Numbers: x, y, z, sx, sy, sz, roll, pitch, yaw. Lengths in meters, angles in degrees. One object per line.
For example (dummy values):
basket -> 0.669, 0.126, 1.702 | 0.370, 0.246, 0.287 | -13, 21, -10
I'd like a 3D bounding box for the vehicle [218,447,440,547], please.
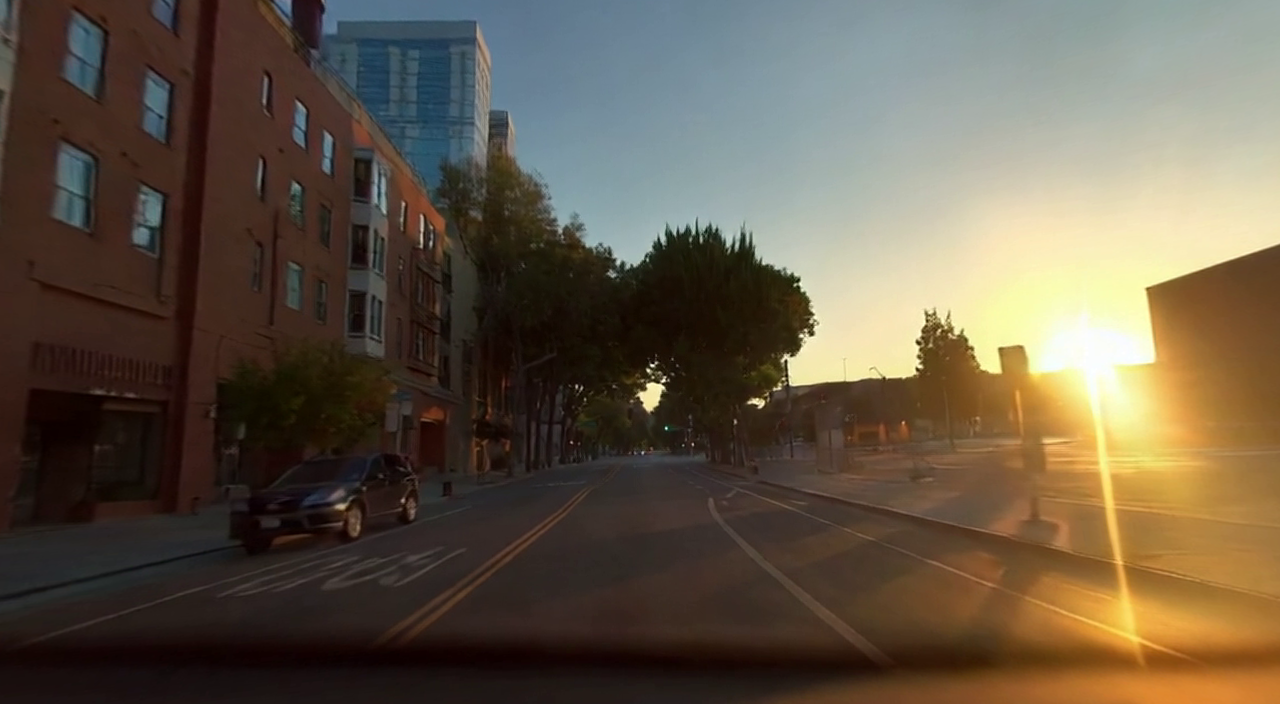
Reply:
vehicle -> -6.207, 2.899, 13.464 | 2.147, 1.701, 4.879 | 0, -8, 1
